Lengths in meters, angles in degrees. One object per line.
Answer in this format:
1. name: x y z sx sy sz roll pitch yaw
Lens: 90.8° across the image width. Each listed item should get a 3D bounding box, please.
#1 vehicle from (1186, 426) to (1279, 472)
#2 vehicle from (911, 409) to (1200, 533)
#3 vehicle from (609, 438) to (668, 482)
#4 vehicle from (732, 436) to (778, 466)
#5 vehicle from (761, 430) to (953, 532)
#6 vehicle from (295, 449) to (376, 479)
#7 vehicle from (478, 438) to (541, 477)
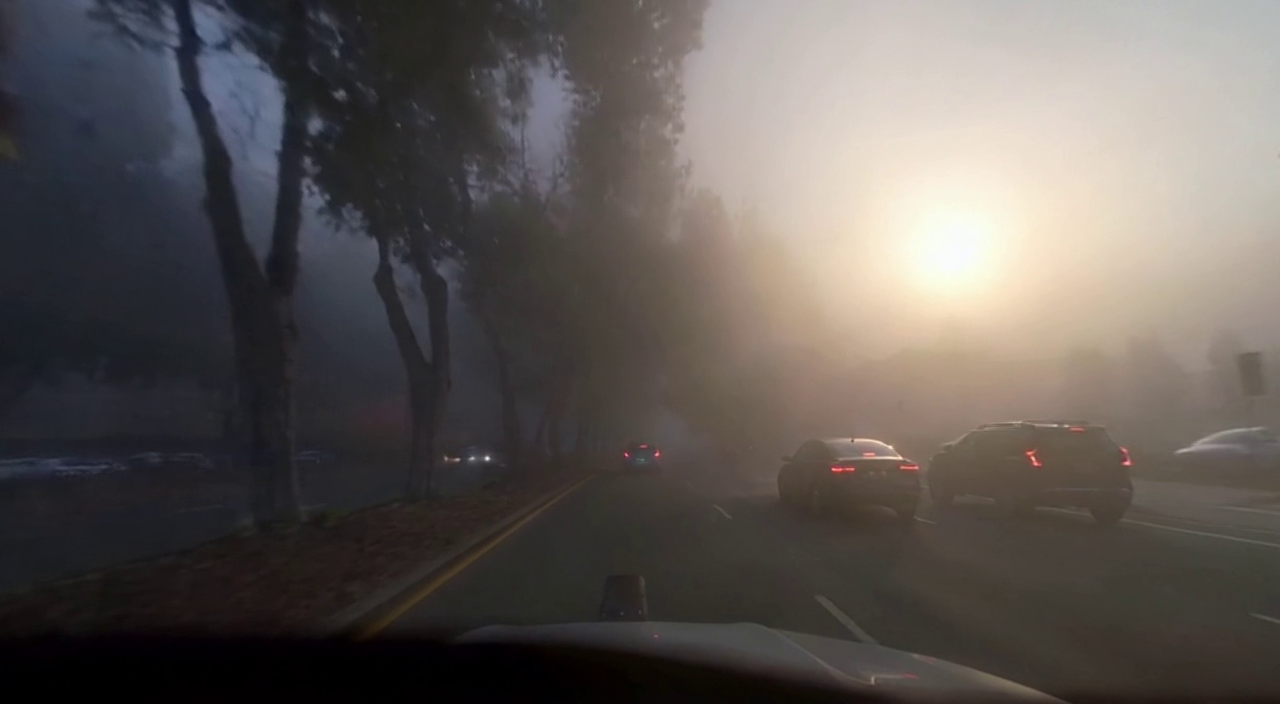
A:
1. vehicle: 19.857 3.086 20.062 3.316 1.355 1.611 -2 -11 6
2. vehicle: 7.136 2.097 11.680 2.134 1.810 4.590 0 -9 -1
3. vehicle: -0.041 3.953 23.438 1.994 1.479 3.647 0 -9 0
4. vehicle: 7.318 6.387 40.731 2.068 1.779 4.567 0 -9 -1
5. vehicle: 3.561 2.196 11.331 1.858 1.466 4.230 0 -9 -1
6. vehicle: -16.601 6.124 34.792 1.982 1.481 4.706 0 -9 2
7. vehicle: -5.629 4.610 27.791 1.887 1.582 3.915 0 -9 1
